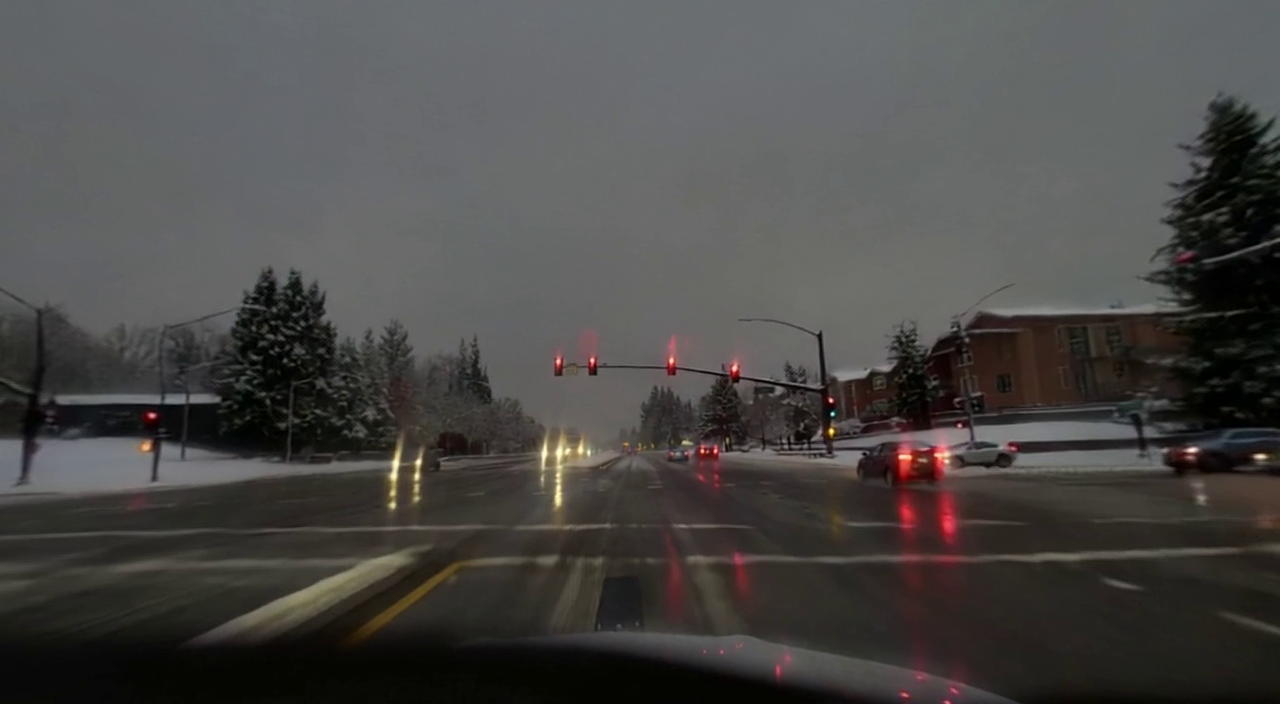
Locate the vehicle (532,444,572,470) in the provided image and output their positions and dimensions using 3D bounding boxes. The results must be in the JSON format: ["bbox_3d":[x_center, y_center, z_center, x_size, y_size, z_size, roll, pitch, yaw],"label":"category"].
[{"bbox_3d":[-5.864,7.025,42.525,1.986,1.502,4.224,-4,-8,0],"label":"vehicle"}]

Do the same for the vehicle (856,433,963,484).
[{"bbox_3d":[9.468,3.766,22.615,1.798,1.621,4.304,0,-9,-2],"label":"vehicle"}]

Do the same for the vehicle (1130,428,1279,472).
[{"bbox_3d":[22.778,3.918,25.324,4.475,1.682,2.044,0,-9,0],"label":"vehicle"}]

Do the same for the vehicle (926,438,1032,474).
[{"bbox_3d":[18.843,5.805,35.380,4.805,1.619,1.994,-7,-9,19],"label":"vehicle"}]

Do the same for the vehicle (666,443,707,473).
[{"bbox_3d":[2.580,6.003,35.994,1.917,1.538,4.259,0,-9,-2],"label":"vehicle"}]

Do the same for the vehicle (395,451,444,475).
[{"bbox_3d":[-16.248,8.157,46.770,2.000,1.602,4.626,0,-9,0],"label":"vehicle"}]
